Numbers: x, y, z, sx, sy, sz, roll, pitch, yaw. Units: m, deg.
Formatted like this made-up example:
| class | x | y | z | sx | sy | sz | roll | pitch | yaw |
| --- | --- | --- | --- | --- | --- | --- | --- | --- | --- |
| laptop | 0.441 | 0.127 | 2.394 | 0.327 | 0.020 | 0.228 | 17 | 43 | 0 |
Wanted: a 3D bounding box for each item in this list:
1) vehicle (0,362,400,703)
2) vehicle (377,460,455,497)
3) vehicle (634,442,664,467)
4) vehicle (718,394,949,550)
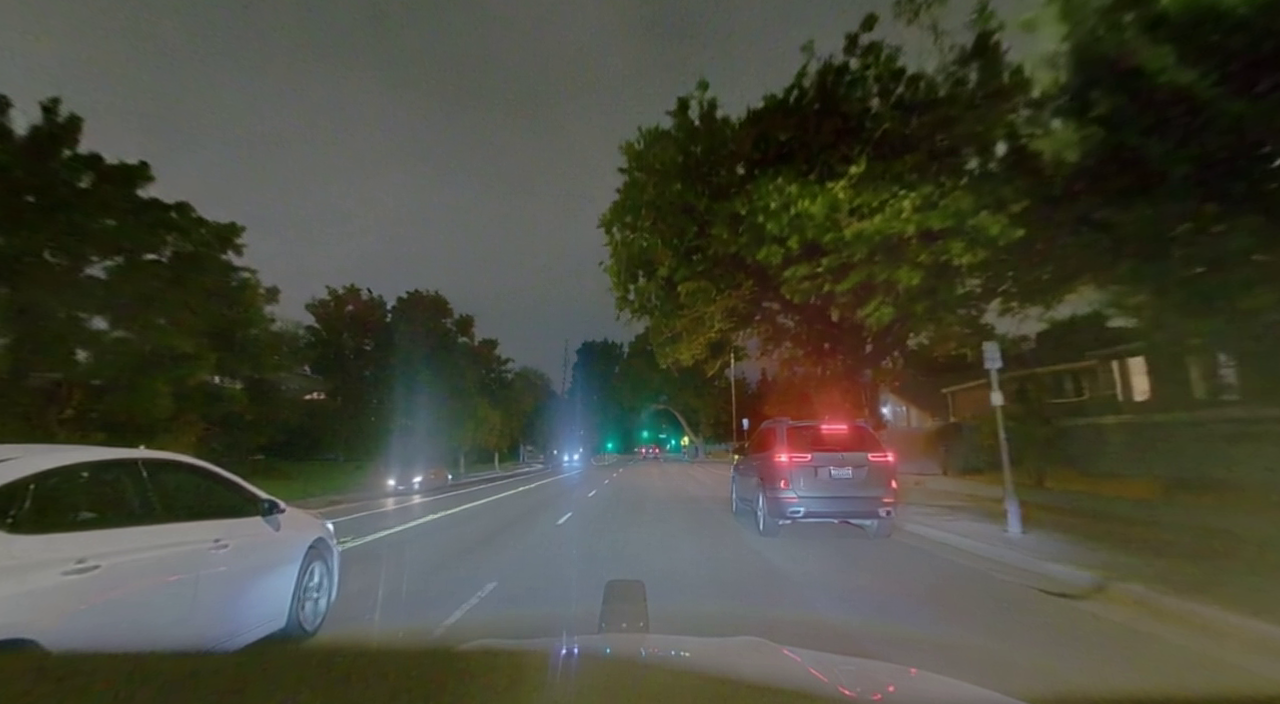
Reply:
| class | x | y | z | sx | sy | sz | roll | pitch | yaw |
| --- | --- | --- | --- | --- | --- | --- | --- | --- | --- |
| vehicle | -3.204 | 1.048 | 3.274 | 2.058 | 1.659 | 4.514 | 0 | -9 | 1 |
| vehicle | -10.364 | 5.867 | 29.565 | 1.893 | 1.441 | 4.604 | -1 | -9 | 2 |
| vehicle | 0.628 | 7.649 | 47.229 | 2.138 | 1.729 | 4.178 | 0 | -9 | 0 |
| vehicle | 2.939 | 2.033 | 11.331 | 2.338 | 2.063 | 5.592 | 0 | -9 | 0 |
